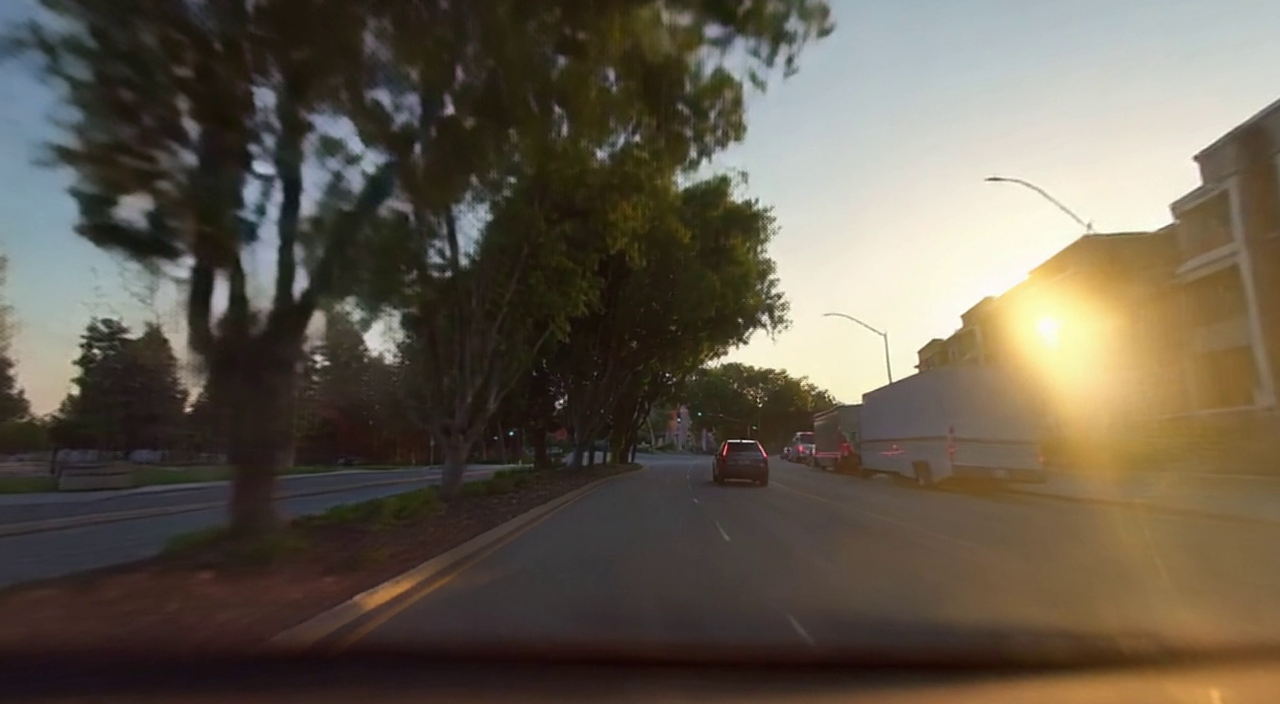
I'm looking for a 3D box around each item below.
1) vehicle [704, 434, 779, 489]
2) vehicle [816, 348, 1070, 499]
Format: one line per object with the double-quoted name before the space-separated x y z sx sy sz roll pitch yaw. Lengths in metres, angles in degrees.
"vehicle" 3.655 4.041 23.629 2.215 1.812 4.569 0 -9 2
"vehicle" 10.882 3.340 26.683 2.887 4.158 18.418 -1 -9 4
